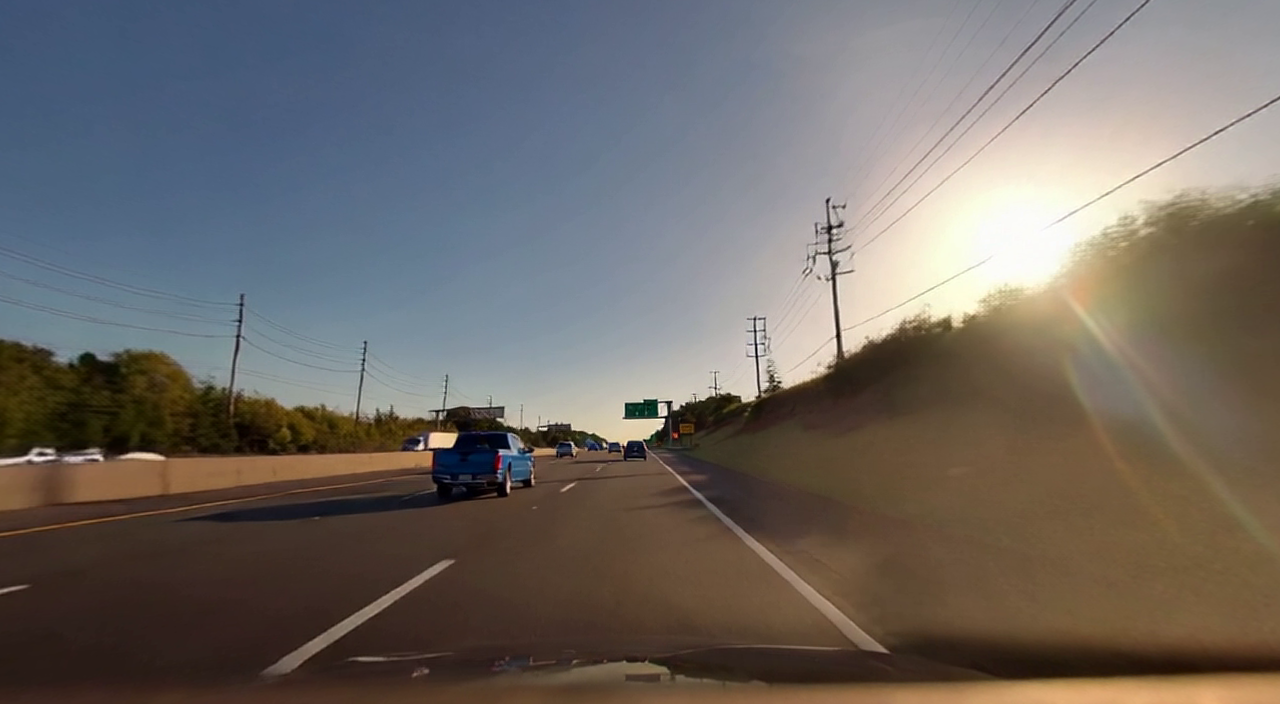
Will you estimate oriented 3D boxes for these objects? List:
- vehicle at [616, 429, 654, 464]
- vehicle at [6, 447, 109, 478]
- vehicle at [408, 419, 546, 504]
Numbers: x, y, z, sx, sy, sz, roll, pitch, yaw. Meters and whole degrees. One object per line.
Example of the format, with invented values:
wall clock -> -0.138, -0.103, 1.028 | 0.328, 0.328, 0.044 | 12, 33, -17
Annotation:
vehicle -> -0.368, 6.247, 41.813 | 2.358, 2.144, 4.713 | 0, -8, -1
vehicle -> -35.476, 6.722, 38.627 | 1.798, 1.539, 4.716 | -4, -8, 2
vehicle -> -3.934, 2.765, 16.404 | 2.204, 1.812, 5.289 | 0, -8, 0
